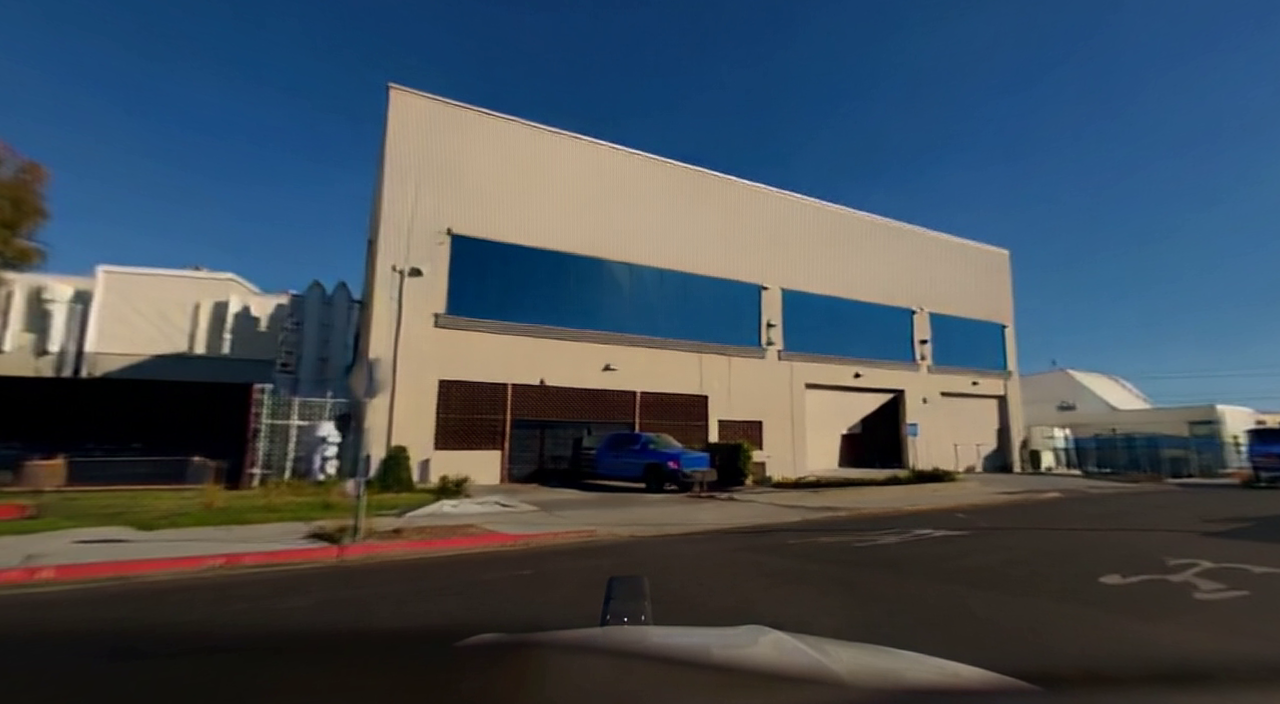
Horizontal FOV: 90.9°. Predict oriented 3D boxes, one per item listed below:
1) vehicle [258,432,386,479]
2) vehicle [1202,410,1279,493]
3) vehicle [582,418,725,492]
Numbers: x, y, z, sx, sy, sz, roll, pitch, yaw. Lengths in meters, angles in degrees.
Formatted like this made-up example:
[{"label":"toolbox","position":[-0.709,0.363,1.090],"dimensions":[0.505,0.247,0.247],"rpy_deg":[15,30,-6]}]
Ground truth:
[{"label":"vehicle","position":[-15.380,4.973,30.610],"dimensions":[5.207,2.103,1.997],"rpy_deg":[5,-10,-34]},{"label":"vehicle","position":[35.351,5.510,35.324],"dimensions":[7.722,4.217,3.111],"rpy_deg":[4,-10,-30]},{"label":"vehicle","position":[0.737,4.727,28.626],"dimensions":[6.271,3.004,2.298],"rpy_deg":[8,-12,-34]}]
